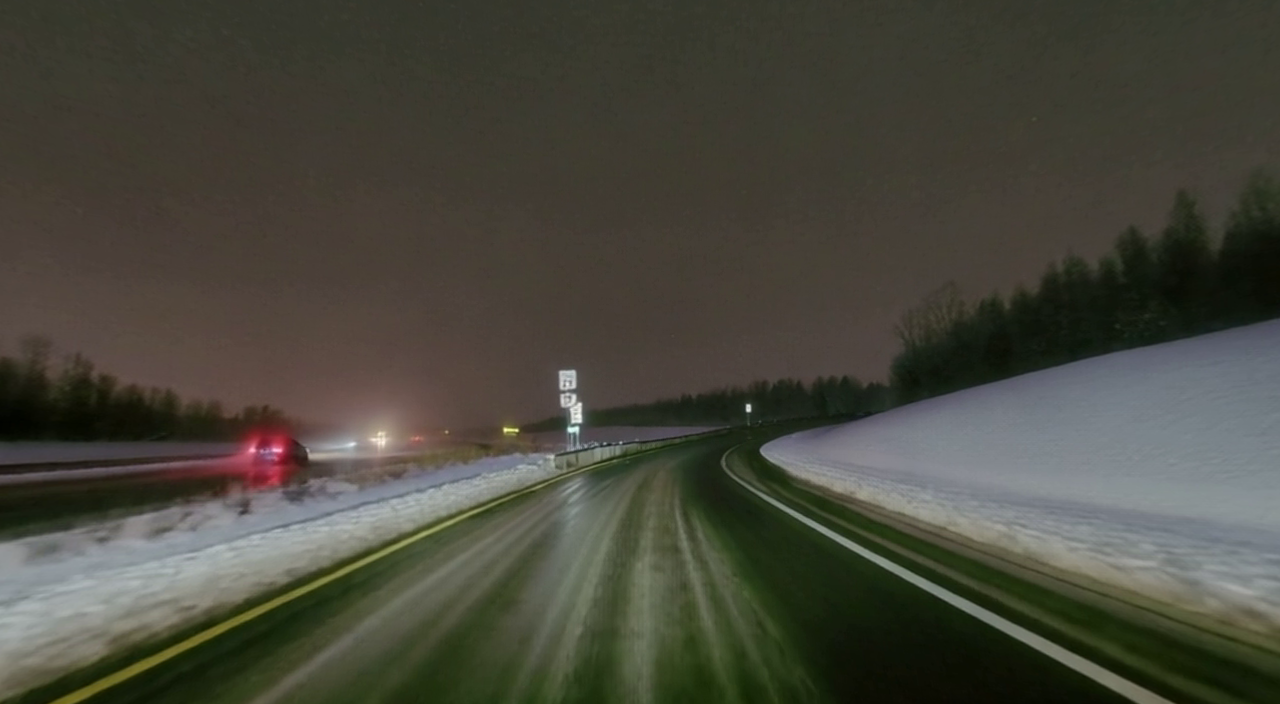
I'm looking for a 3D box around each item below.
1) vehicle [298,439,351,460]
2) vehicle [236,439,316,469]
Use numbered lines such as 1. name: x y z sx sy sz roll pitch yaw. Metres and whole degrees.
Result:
1. vehicle: -23.864 7.365 47.732 1.880 1.509 4.775 0 -8 -5
2. vehicle: -18.567 5.186 32.284 1.895 1.451 4.168 0 -8 -5
